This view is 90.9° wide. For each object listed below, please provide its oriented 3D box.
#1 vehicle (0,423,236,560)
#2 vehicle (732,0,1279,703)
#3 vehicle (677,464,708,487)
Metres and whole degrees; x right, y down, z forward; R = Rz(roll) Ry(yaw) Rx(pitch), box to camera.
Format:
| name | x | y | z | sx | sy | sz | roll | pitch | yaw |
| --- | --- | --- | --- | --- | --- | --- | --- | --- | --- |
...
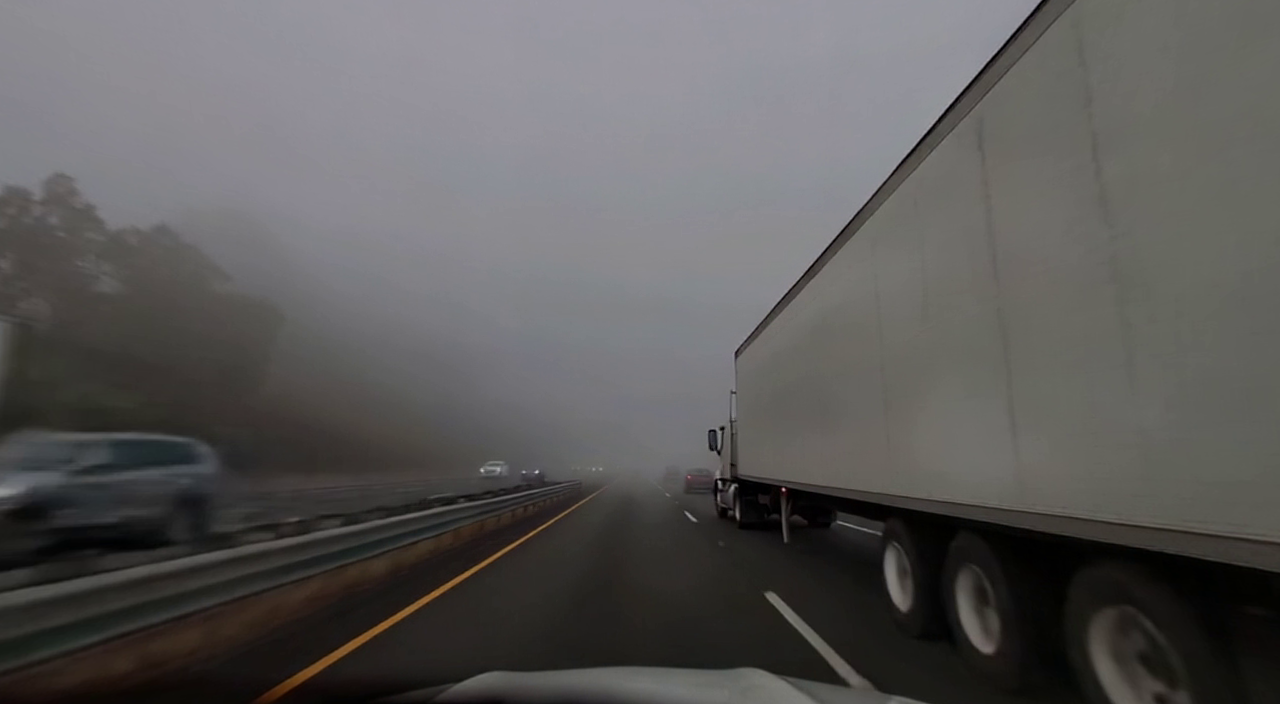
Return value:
| name | x | y | z | sx | sy | sz | roll | pitch | yaw |
| --- | --- | --- | --- | --- | --- | --- | --- | --- | --- |
| vehicle | -9.671 | 2.207 | 10.429 | 2.556 | 1.770 | 5.047 | 1 | -10 | 0 |
| vehicle | 3.706 | 0.834 | 8.094 | 2.863 | 4.088 | 14.040 | 1 | -10 | 0 |
| vehicle | 4.049 | 9.576 | 49.007 | 2.018 | 1.674 | 4.029 | 1 | -10 | -1 |
